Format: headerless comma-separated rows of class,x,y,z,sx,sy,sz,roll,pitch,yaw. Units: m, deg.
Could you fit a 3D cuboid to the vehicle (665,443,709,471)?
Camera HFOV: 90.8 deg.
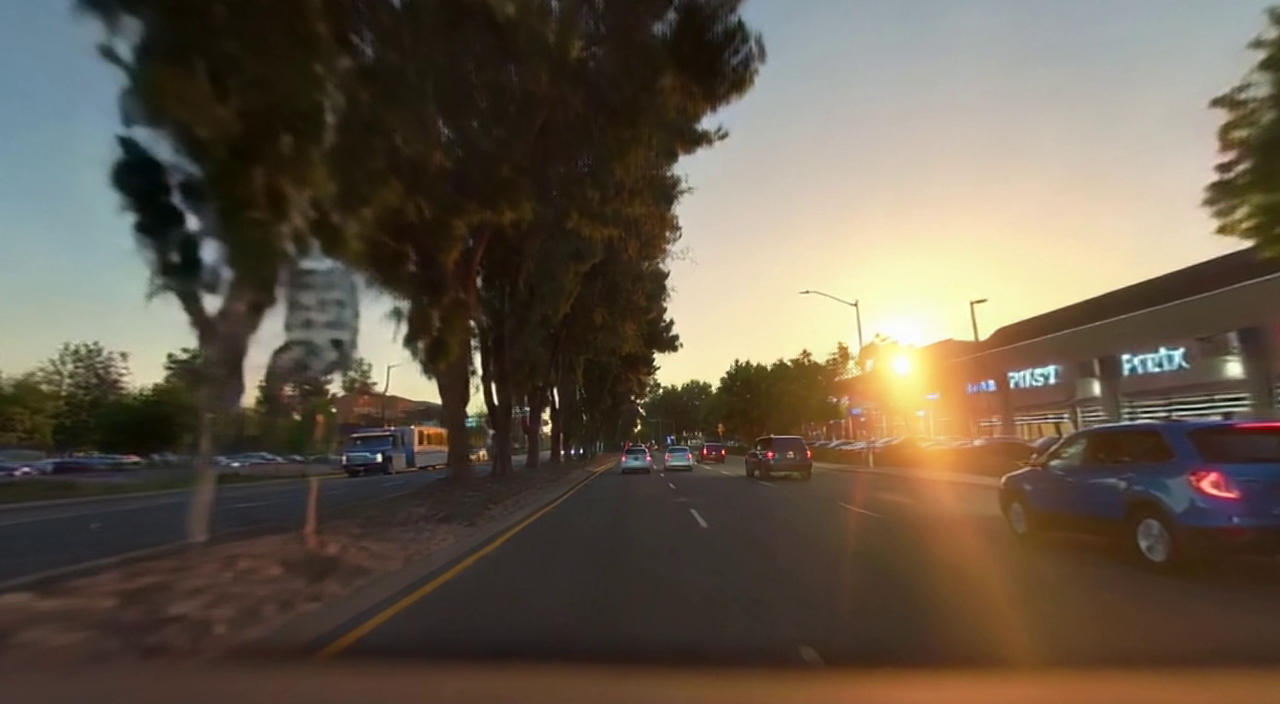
vehicle,2.469,5.614,34.044,1.970,1.402,3.756,0,-8,-2

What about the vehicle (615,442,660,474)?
vehicle,-0.152,5.182,31.159,2.056,1.440,3.798,0,-8,-1

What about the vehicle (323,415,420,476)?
vehicle,-19.421,6.855,46.523,2.999,4.017,8.806,-1,-8,2

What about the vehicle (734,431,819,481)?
vehicle,5.331,4.126,25.361,2.140,1.811,4.593,0,-8,-3

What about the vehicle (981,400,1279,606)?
vehicle,6.106,1.524,7.263,1.949,1.647,4.261,0,-8,0

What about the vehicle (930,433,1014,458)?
vehicle,20.570,5.808,39.238,4.083,1.441,2.008,0,-8,-1
